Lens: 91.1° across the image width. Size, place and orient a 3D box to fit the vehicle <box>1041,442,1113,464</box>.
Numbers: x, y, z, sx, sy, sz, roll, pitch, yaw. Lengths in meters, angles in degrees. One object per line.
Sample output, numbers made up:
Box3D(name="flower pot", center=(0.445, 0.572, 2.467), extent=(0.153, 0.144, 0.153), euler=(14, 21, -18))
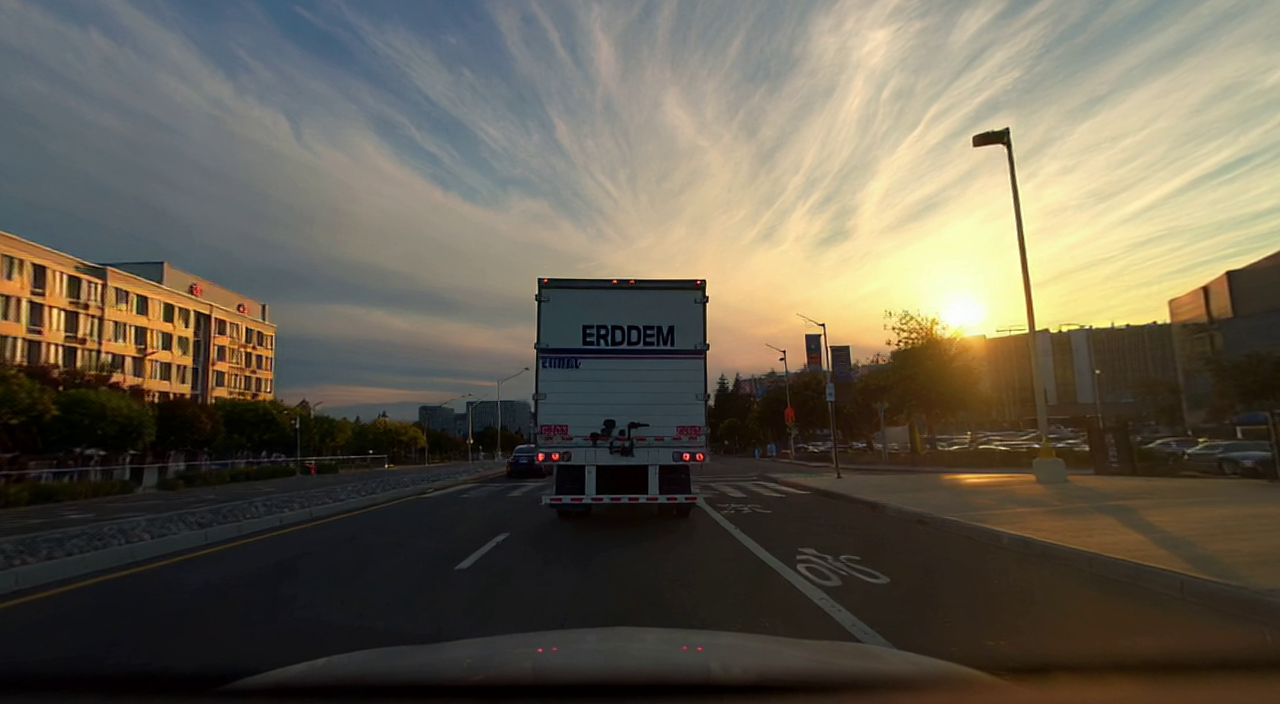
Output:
Box3D(name="vehicle", center=(31.365, 7.222, 45.157), extent=(1.652, 1.423, 3.797), euler=(5, -9, -35))

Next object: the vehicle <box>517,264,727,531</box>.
Box3D(name="vehicle", center=(-0.192, 1.212, 13.471), extent=(2.876, 3.724, 9.351), euler=(0, -8, 1))
